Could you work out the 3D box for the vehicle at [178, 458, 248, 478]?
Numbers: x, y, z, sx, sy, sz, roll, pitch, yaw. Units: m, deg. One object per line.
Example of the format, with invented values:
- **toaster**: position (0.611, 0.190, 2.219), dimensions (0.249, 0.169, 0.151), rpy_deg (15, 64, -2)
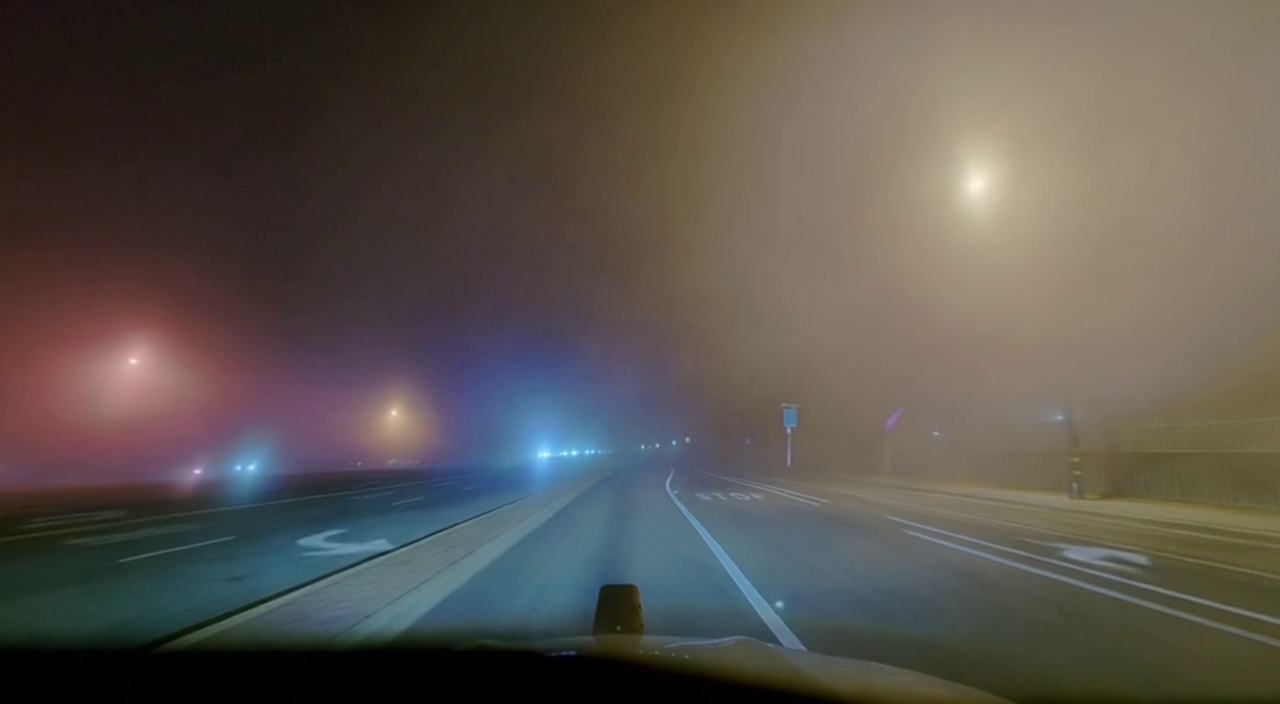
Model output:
- **vehicle**: position (-33.095, 8.983, 49.057), dimensions (4.108, 1.480, 1.800), rpy_deg (0, -9, 1)
